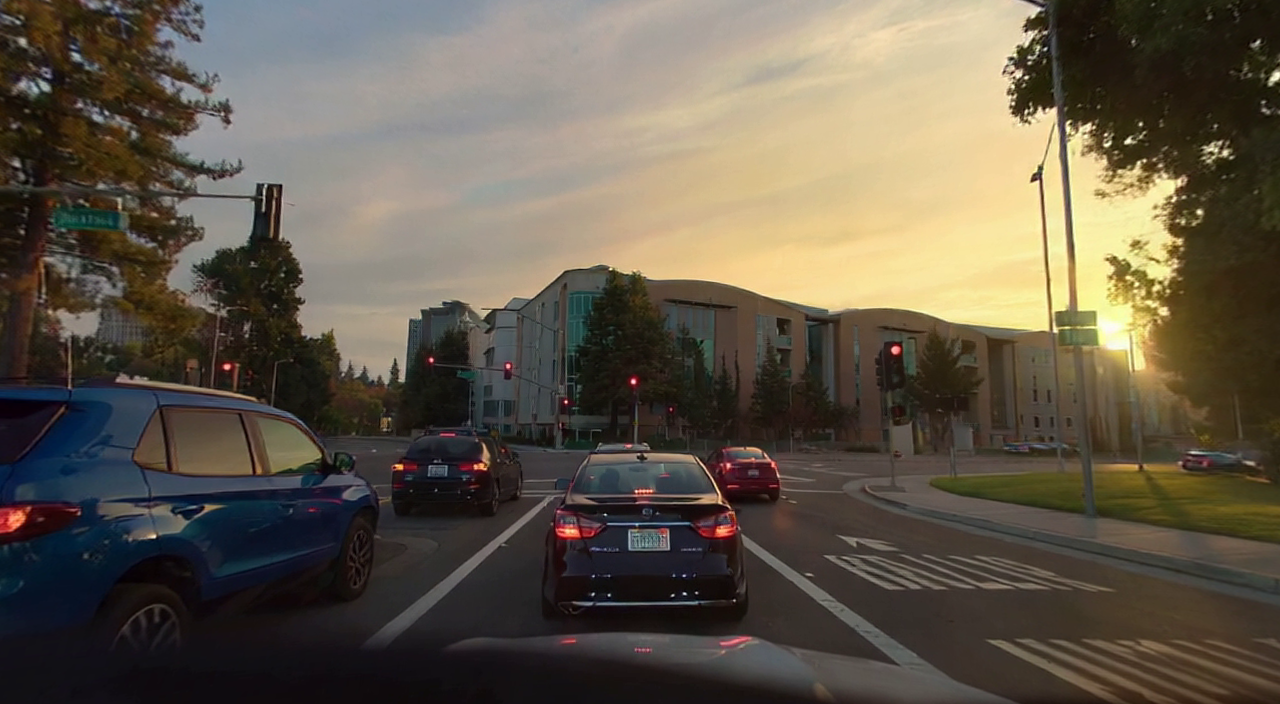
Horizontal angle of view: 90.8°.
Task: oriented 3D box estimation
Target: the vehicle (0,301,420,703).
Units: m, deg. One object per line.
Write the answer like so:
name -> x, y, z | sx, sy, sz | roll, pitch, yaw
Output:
vehicle -> -3.139, 1.009, 4.135 | 1.924, 1.737, 4.387 | 0, -8, -2

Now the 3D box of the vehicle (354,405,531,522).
vehicle -> -3.870, 2.319, 13.700 | 2.305, 1.984, 5.586 | 0, -8, -3

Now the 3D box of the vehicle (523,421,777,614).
vehicle -> -0.060, 1.623, 7.246 | 2.001, 1.483, 4.442 | 0, -8, -4

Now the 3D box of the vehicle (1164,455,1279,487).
vehicle -> 36.509, 7.446, 39.712 | 4.874, 1.854, 2.230 | -1, -8, 4
